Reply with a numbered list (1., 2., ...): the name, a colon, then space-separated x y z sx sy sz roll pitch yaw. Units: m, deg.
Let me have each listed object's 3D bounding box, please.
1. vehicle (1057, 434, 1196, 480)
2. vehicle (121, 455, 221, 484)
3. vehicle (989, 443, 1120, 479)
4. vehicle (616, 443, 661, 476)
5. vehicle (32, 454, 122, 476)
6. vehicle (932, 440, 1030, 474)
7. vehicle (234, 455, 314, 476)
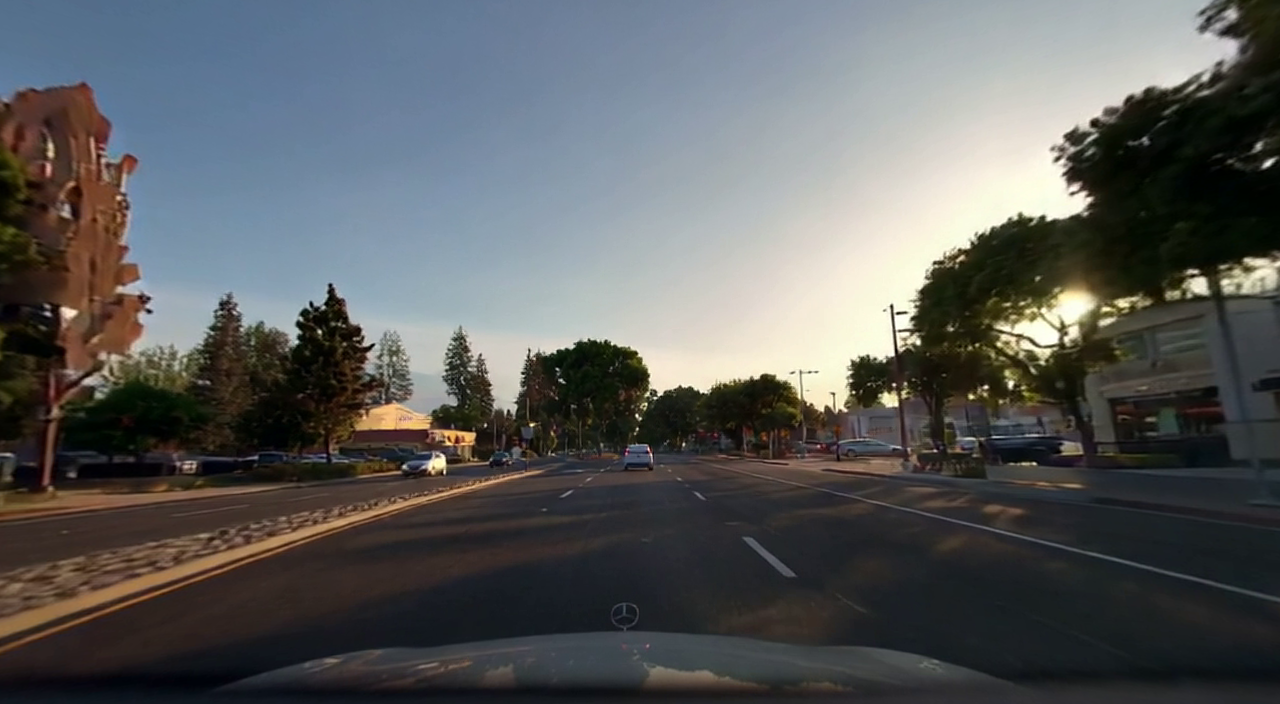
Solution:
1. vehicle: 19.182 4.159 25.144 1.900 1.639 4.397 0 -9 -2
2. vehicle: -27.177 6.805 36.568 4.355 1.504 1.874 -2 -9 1
3. vehicle: 16.465 4.354 25.353 1.860 1.276 4.671 0 -9 -4
4. vehicle: -0.124 5.126 30.108 1.998 1.452 3.773 0 -9 -1
5. vehicle: -39.632 7.969 44.379 4.331 1.467 2.006 0 -9 -1
6. vehicle: 16.226 5.006 30.258 1.949 1.458 4.865 0 -9 0
7. vehicle: -26.924 8.332 46.430 4.660 1.446 1.870 0 -9 -3
